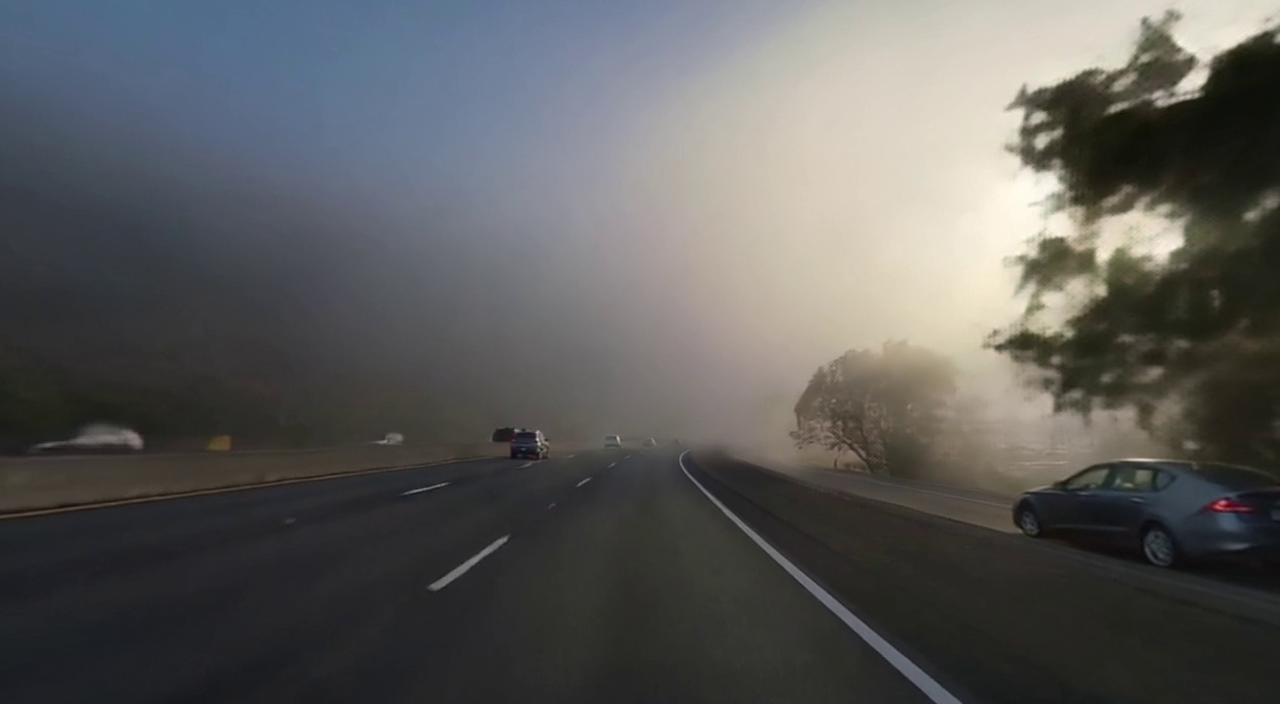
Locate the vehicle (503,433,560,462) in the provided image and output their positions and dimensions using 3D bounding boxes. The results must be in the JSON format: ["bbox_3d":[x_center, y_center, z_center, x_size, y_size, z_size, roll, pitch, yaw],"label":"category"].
[{"bbox_3d":[-5.903,5.266,34.595,2.010,1.489,4.456,0,-9,5],"label":"vehicle"}]

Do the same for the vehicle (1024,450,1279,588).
[{"bbox_3d":[10.358,2.934,12.158,2.325,1.972,5.577,1,-9,0],"label":"vehicle"}]
